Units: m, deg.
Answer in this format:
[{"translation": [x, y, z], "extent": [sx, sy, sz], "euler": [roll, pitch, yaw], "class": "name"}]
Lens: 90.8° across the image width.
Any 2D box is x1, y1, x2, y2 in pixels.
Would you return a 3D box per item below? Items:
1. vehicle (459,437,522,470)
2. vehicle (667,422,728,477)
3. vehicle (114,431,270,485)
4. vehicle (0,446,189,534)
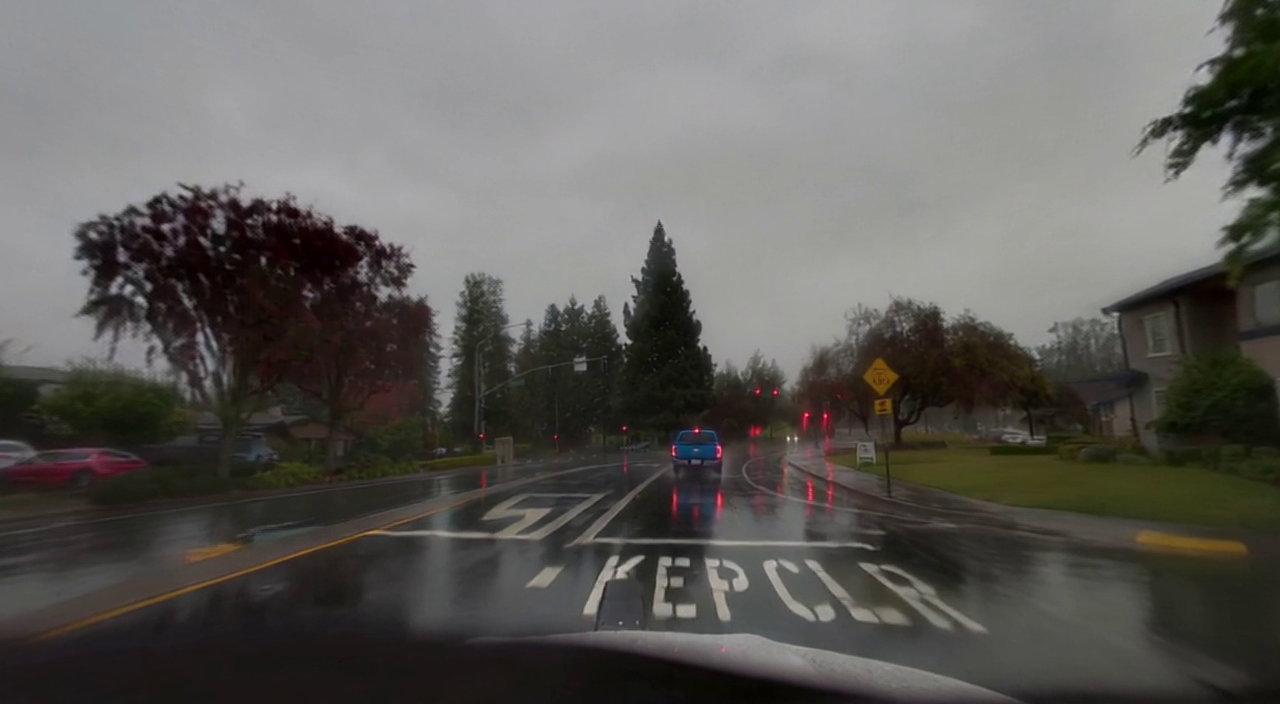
[{"translation": [-9.251, 6.314, 39.602], "extent": [2.053, 1.822, 4.852], "euler": [-3, -7, 11], "class": "vehicle"}, {"translation": [2.385, 3.853, 25.059], "extent": [2.153, 1.942, 4.767], "euler": [-1, -8, 8], "class": "vehicle"}, {"translation": [-19.857, 4.694, 28.203], "extent": [5.208, 1.960, 2.385], "euler": [-3, -8, 0], "class": "vehicle"}, {"translation": [-12.753, 2.949, 14.080], "extent": [1.873, 1.508, 4.483], "euler": [-2, -7, 4], "class": "vehicle"}]
